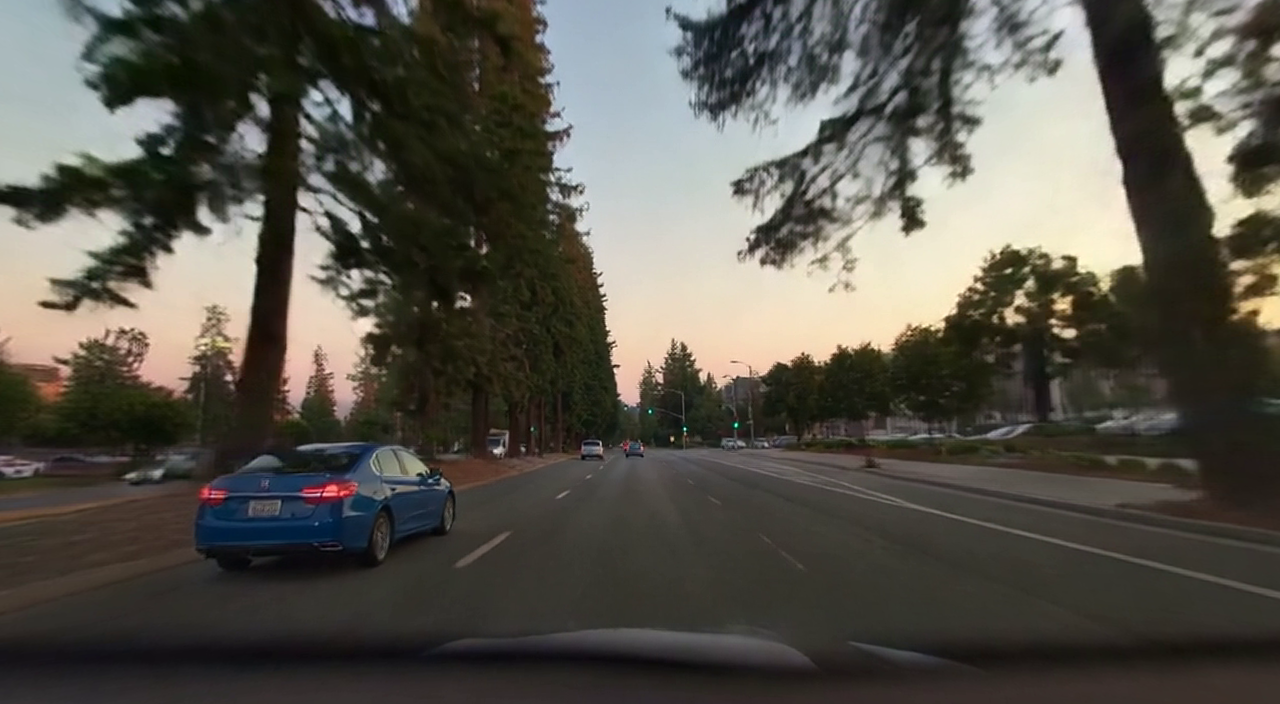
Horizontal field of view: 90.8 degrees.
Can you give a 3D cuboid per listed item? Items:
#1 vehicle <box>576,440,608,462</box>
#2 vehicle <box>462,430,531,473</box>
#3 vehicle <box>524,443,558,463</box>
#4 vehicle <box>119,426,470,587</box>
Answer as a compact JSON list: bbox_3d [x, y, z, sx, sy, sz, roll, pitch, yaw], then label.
[{"bbox_3d":[-3.591,7.521,48.085,2.103,1.592,4.160,0,-9,1],"label":"vehicle"},{"bbox_3d":[-7.449,5.285,33.628,2.274,2.040,6.031,1,-9,0],"label":"vehicle"},{"bbox_3d":[-7.769,7.993,49.977,1.920,1.456,4.534,0,-9,0],"label":"vehicle"},{"bbox_3d":[-3.705,1.724,7.927,1.905,1.418,4.396,1,-9,0],"label":"vehicle"}]
